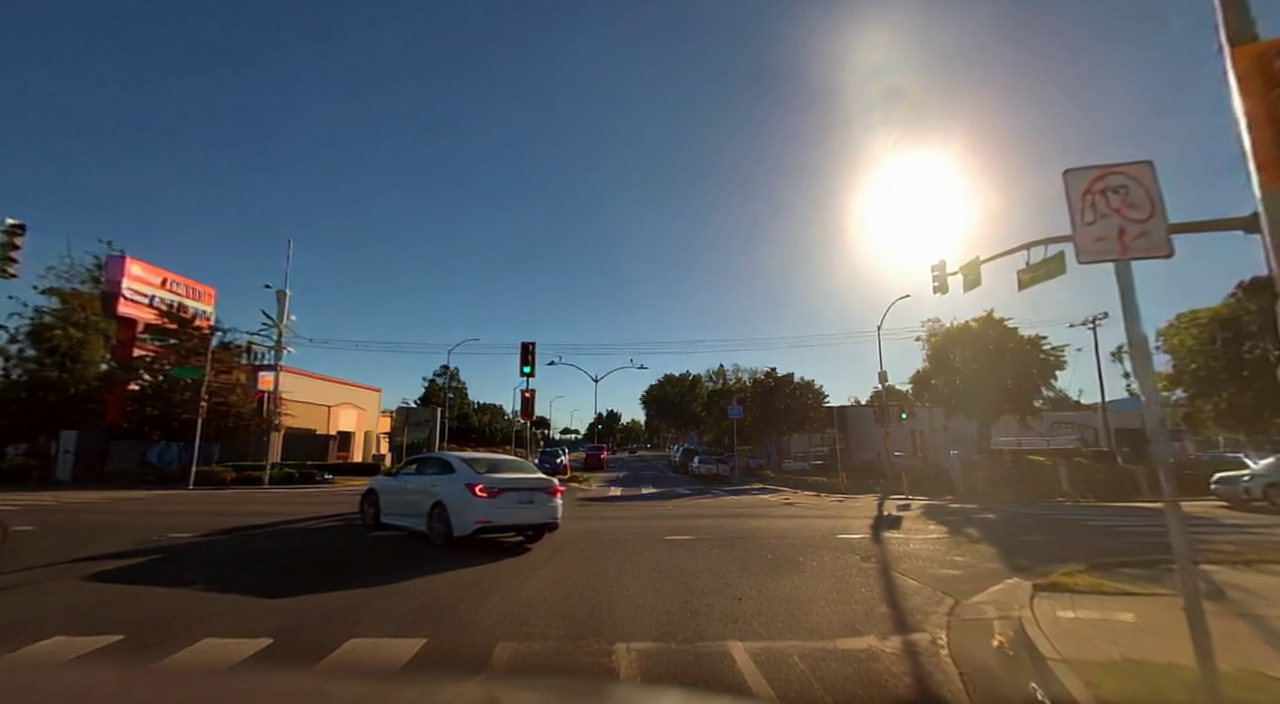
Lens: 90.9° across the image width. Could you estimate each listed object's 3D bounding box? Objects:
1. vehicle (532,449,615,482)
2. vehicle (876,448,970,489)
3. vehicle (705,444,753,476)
[{"bbox_3d":[-3.485,5.911,33.153,3.991,1.526,1.868,-4,-9,30],"label":"vehicle"},{"bbox_3d":[11.600,4.858,26.168,1.922,1.529,3.964,1,-12,-2],"label":"vehicle"},{"bbox_3d":[5.887,7.123,41.835,1.491,2.041,2.964,6,-10,-35],"label":"vehicle"}]
